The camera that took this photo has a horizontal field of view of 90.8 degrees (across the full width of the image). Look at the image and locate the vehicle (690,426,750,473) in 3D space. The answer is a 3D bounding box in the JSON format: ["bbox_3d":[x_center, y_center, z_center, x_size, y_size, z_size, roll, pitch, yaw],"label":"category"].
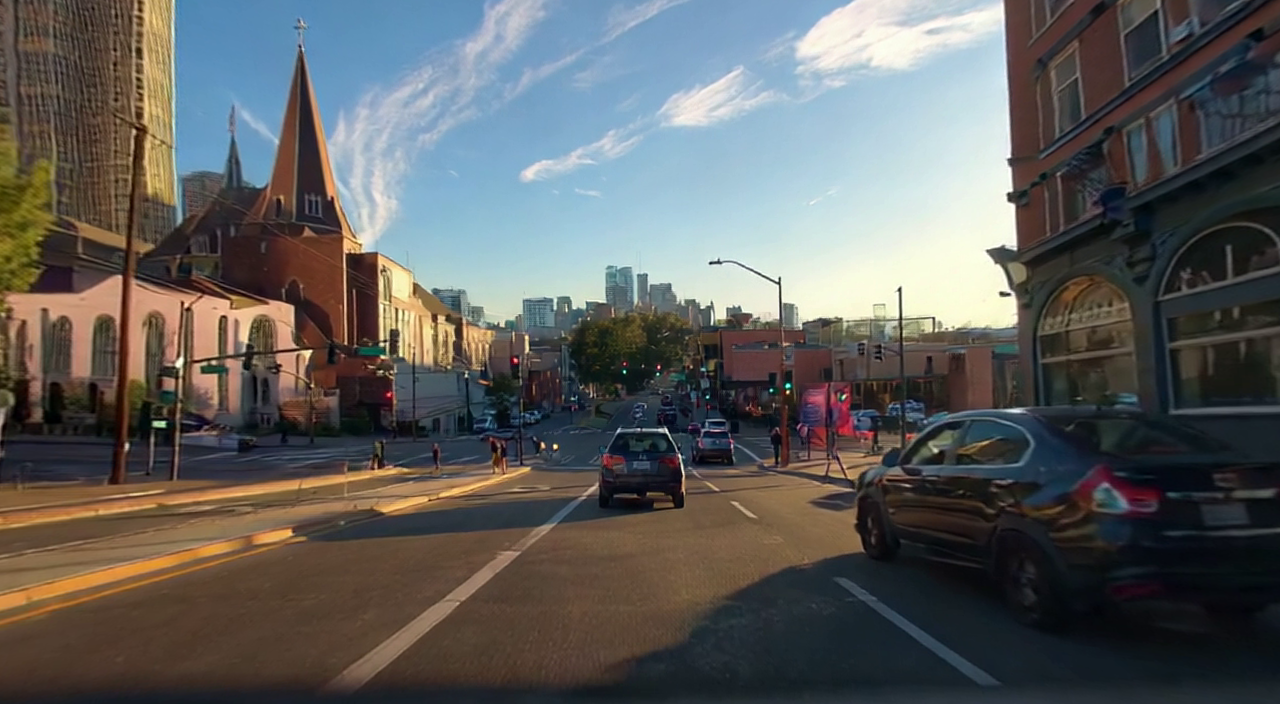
[{"bbox_3d":[3.902,4.802,31.759,2.228,1.922,5.335,3,-6,0],"label":"vehicle"}]

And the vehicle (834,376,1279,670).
[{"bbox_3d":[3.682,1.350,6.141,2.080,1.735,4.650,0,-8,0],"label":"vehicle"}]

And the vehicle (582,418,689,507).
[{"bbox_3d":[0.003,2.530,14.836,2.168,1.776,4.135,0,-8,3],"label":"vehicle"}]

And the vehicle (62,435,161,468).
[{"bbox_3d":[-33.942,6.382,40.644,4.551,1.784,2.121,0,0,-1],"label":"vehicle"}]

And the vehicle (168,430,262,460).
[{"bbox_3d":[-29.564,6.456,44.039,4.955,1.828,2.268,0,-3,-2],"label":"vehicle"}]
